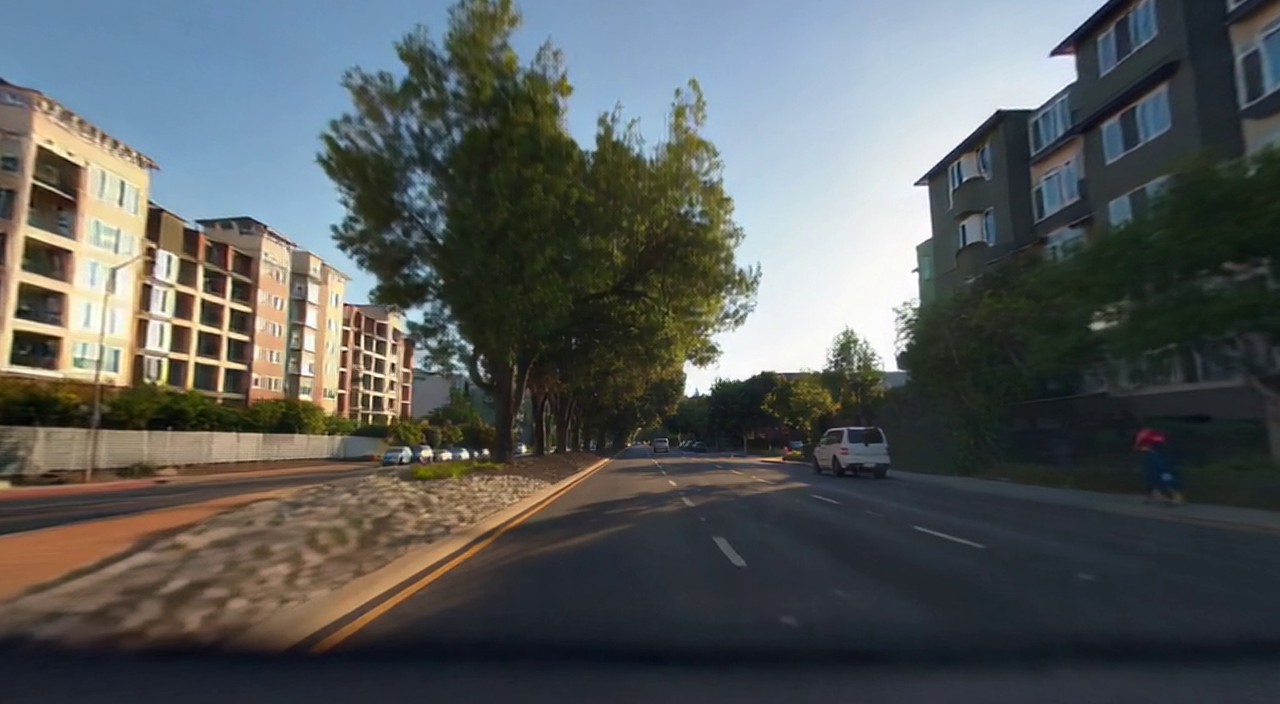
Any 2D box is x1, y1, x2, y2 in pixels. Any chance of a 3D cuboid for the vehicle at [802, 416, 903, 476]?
[{"bbox_3d":[9.836,4.466,29.953,2.456,2.534,5.930,1,-8,-3],"label":"vehicle"}]
